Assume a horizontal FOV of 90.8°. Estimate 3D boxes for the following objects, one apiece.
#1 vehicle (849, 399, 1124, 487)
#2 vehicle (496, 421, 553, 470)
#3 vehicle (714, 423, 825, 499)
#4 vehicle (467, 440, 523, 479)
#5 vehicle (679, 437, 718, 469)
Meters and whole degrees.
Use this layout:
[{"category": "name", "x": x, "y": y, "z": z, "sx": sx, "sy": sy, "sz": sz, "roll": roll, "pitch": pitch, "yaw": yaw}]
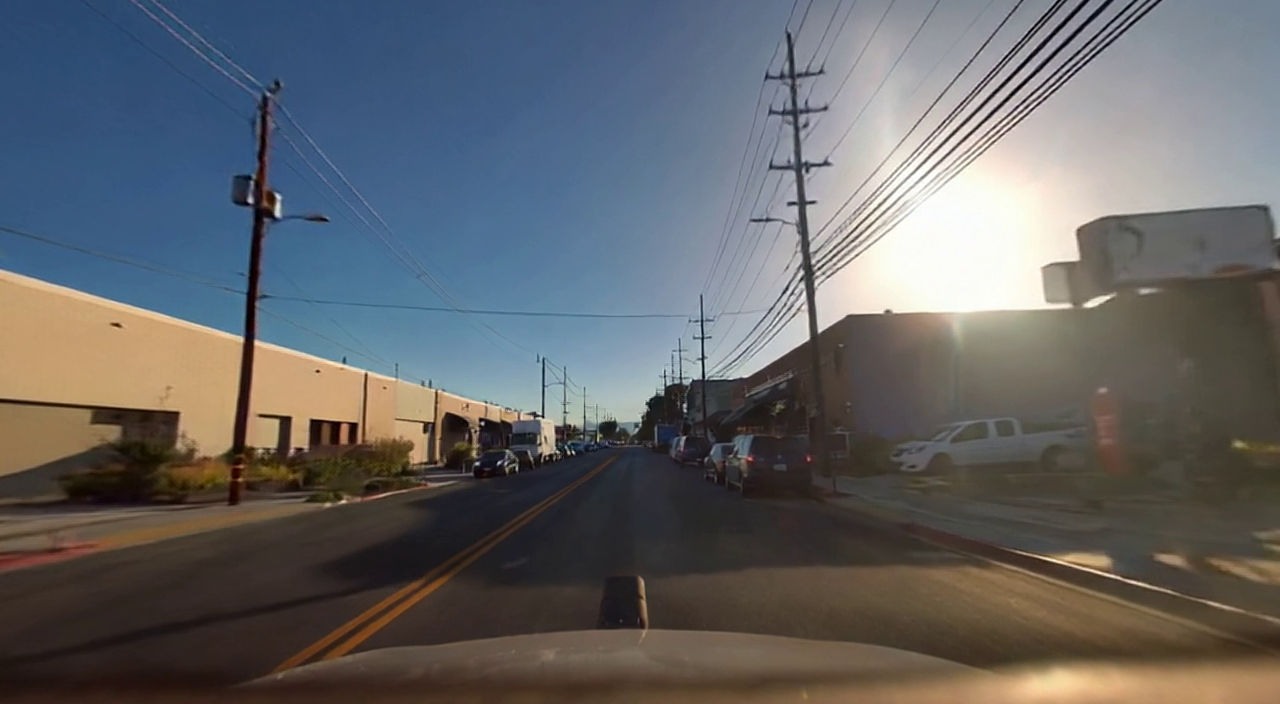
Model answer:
[{"category": "vehicle", "x": 10.949, "y": 2.948, "z": 20.545, "sx": 7.236, "sy": 2.219, "sz": 2.674, "roll": -3, "pitch": -8, "yaw": 0}, {"category": "vehicle", "x": -8.153, "y": 6.716, "z": 45.464, "sx": 2.832, "sy": 3.101, "sz": 7.143, "roll": -1, "pitch": -8, "yaw": -1}, {"category": "vehicle", "x": 3.732, "y": 3.297, "z": 19.596, "sx": 2.333, "sy": 1.967, "sz": 6.008, "roll": 0, "pitch": -9, "yaw": 2}, {"category": "vehicle", "x": -7.857, "y": 5.877, "z": 34.687, "sx": 2.123, "sy": 1.802, "sz": 4.486, "roll": -4, "pitch": -9, "yaw": -2}, {"category": "vehicle", "x": 3.670, "y": 6.427, "z": 40.442, "sx": 2.026, "sy": 1.857, "sz": 4.699, "roll": 1, "pitch": -9, "yaw": -1}]
